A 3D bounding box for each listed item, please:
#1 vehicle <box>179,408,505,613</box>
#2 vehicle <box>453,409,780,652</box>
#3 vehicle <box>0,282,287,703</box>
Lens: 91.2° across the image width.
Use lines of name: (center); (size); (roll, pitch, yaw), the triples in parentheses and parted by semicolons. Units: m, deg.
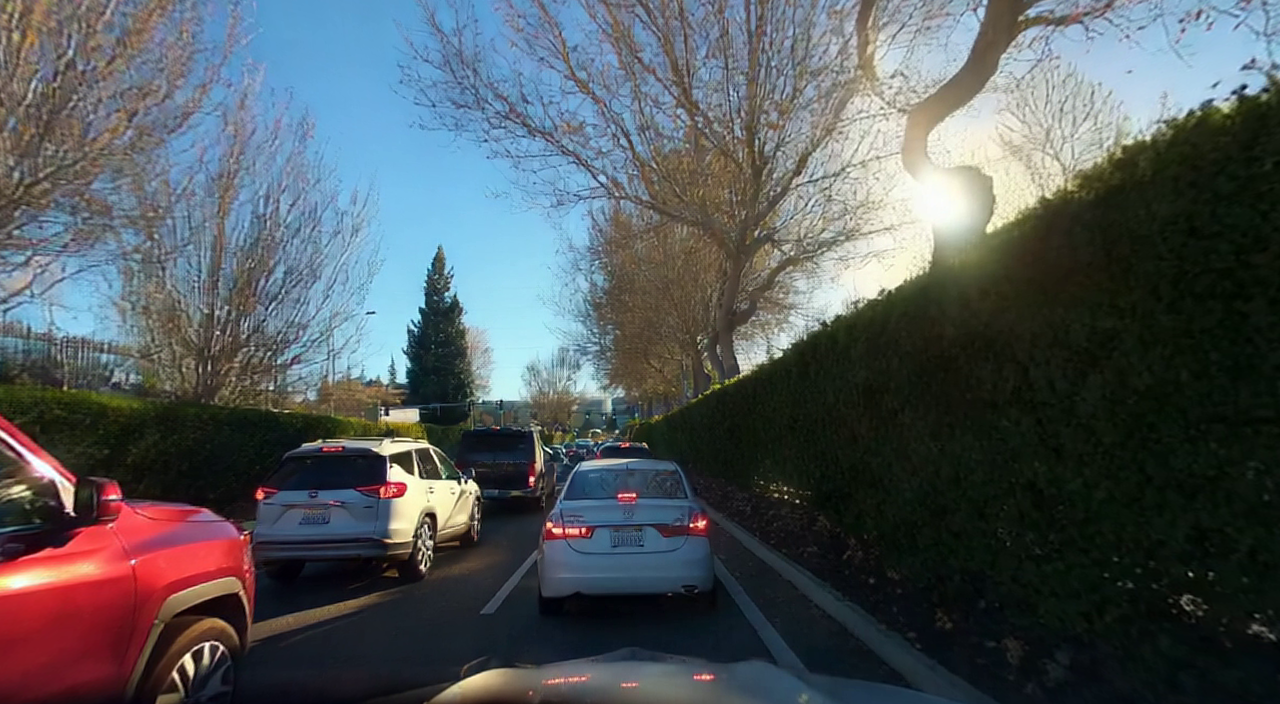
vehicle: (-3.400, 1.850, 8.304); (2.256, 1.728, 4.421); (-6, -8, -2)
vehicle: (-0.174, 1.494, 6.234); (2.154, 1.581, 4.007); (0, -9, -1)
vehicle: (-3.283, 0.676, 1.263); (2.205, 1.913, 5.327); (-6, -8, -2)
